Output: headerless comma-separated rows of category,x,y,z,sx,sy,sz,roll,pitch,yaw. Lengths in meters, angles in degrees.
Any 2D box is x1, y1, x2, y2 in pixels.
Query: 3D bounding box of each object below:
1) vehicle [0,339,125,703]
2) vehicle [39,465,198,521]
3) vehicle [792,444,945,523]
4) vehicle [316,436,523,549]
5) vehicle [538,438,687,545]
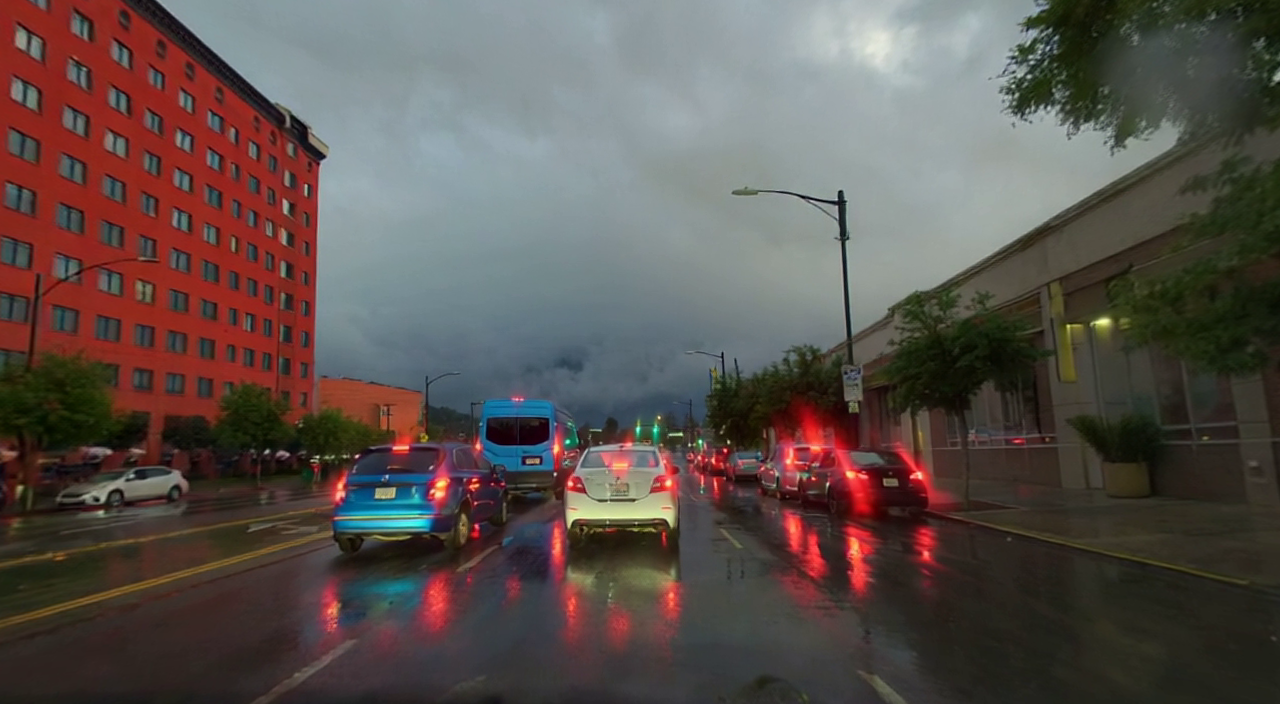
vehicle,-3.698,0.559,0.744,2.140,1.768,4.685,0,-9,1
vehicle,-17.876,4.808,21.916,1.802,1.609,4.284,0,-9,0
vehicle,4.899,2.853,14.184,1.832,1.491,4.054,1,-9,-1
vehicle,-3.533,2.319,11.137,1.995,1.554,4.426,0,-9,1
vehicle,-0.393,2.342,11.229,2.152,1.518,4.113,0,-9,0
